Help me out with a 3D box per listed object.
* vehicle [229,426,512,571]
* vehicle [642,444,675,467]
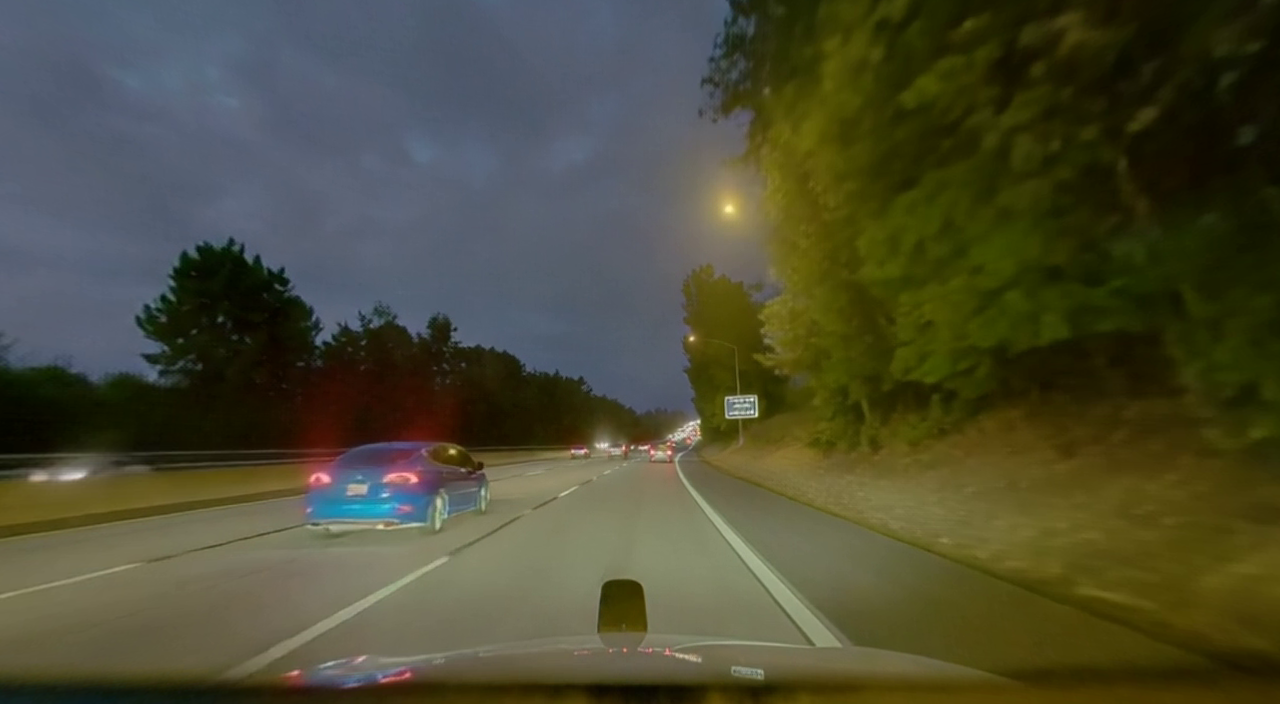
[{"bbox_3d":[-3.356,1.906,9.056,2.024,1.531,4.431,0,-8,1],"label":"vehicle"},{"bbox_3d":[1.280,6.979,42.556,2.113,1.464,4.073,0,-8,3],"label":"vehicle"}]
